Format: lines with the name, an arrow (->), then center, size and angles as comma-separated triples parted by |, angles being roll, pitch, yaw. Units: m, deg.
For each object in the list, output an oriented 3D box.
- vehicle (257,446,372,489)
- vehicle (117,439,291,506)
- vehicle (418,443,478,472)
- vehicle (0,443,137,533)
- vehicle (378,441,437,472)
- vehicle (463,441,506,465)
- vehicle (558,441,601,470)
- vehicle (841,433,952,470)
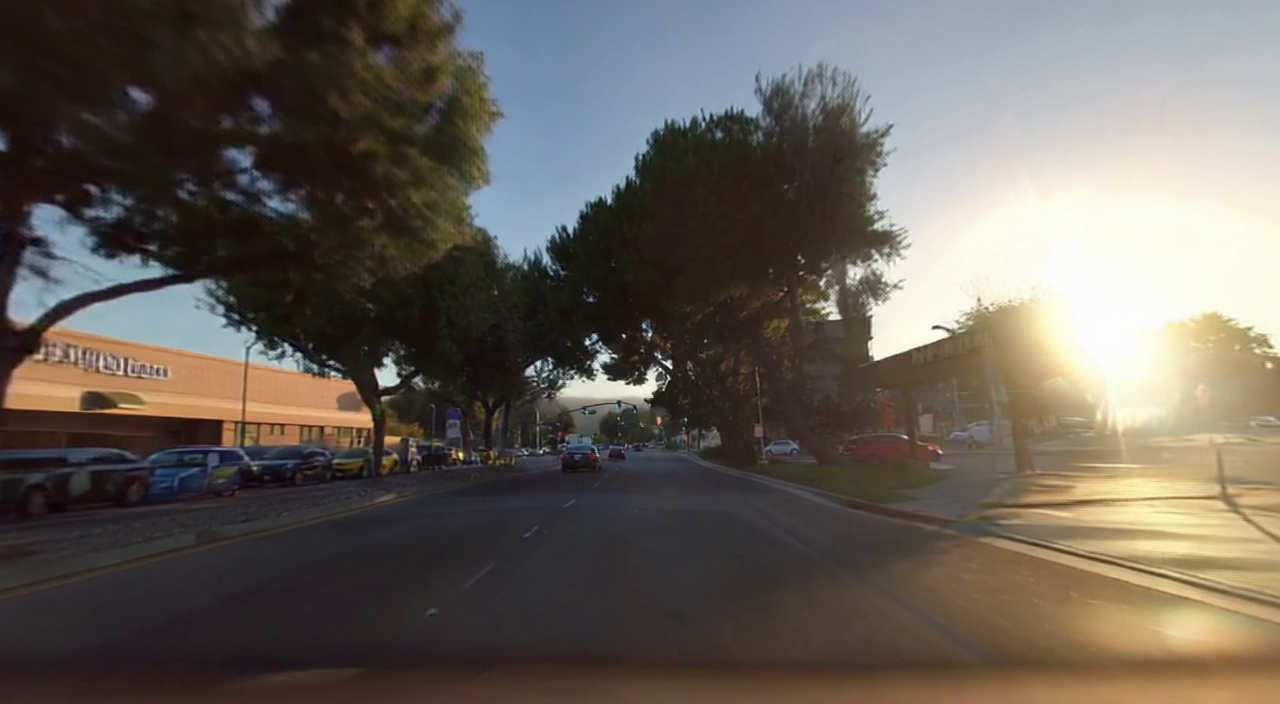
vehicle -> -12.136, 4.294, 23.778 | 1.948, 1.453, 4.431 | 0, -8, 0
vehicle -> -11.918, 3.280, 17.583 | 1.852, 1.621, 4.166 | 0, -8, 0
vehicle -> -11.829, 6.514, 39.016 | 2.024, 1.656, 4.837 | -1, -8, 2
vehicle -> -11.760, 2.385, 11.170 | 1.959, 1.488, 4.390 | 0, -8, 0
vehicle -> -15.062, 6.765, 40.997 | 1.936, 1.813, 4.921 | -1, -8, 0
vehicle -> -11.408, 7.459, 46.408 | 2.044, 1.649, 4.211 | 0, -8, 0
vehicle -> -3.316, 5.780, 35.206 | 1.966, 1.481, 4.385 | 0, -8, 0
vehicle -> 11.031, 4.304, 27.230 | 3.935, 1.518, 1.985 | 0, -8, -1
